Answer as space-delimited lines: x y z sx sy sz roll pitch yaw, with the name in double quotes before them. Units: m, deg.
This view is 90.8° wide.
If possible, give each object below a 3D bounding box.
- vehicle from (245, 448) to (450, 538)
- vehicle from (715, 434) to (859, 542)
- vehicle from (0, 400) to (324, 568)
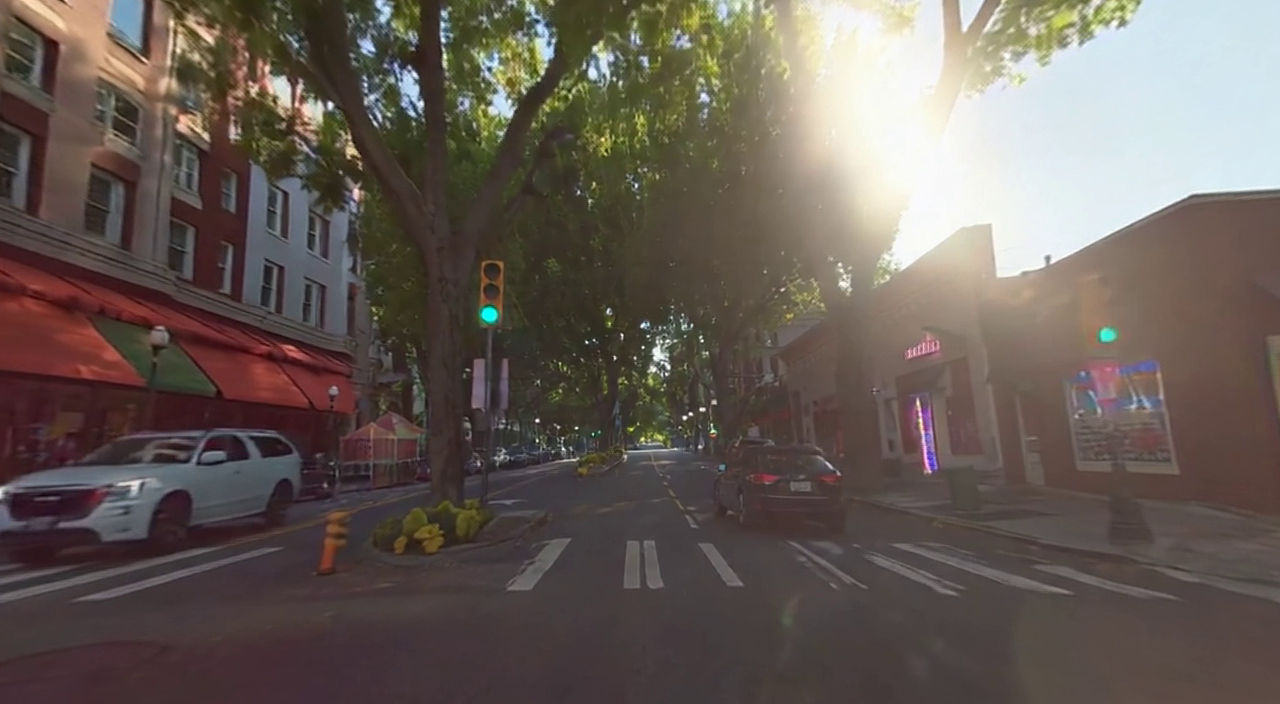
"vehicle" -5.624 2.722 12.948 1.983 1.438 4.559 0 -8 0
"vehicle" 2.458 2.314 11.286 1.822 1.654 2.794 0 -8 -1
"vehicle" -8.691 2.241 11.809 2.489 2.323 5.843 0 -8 0
